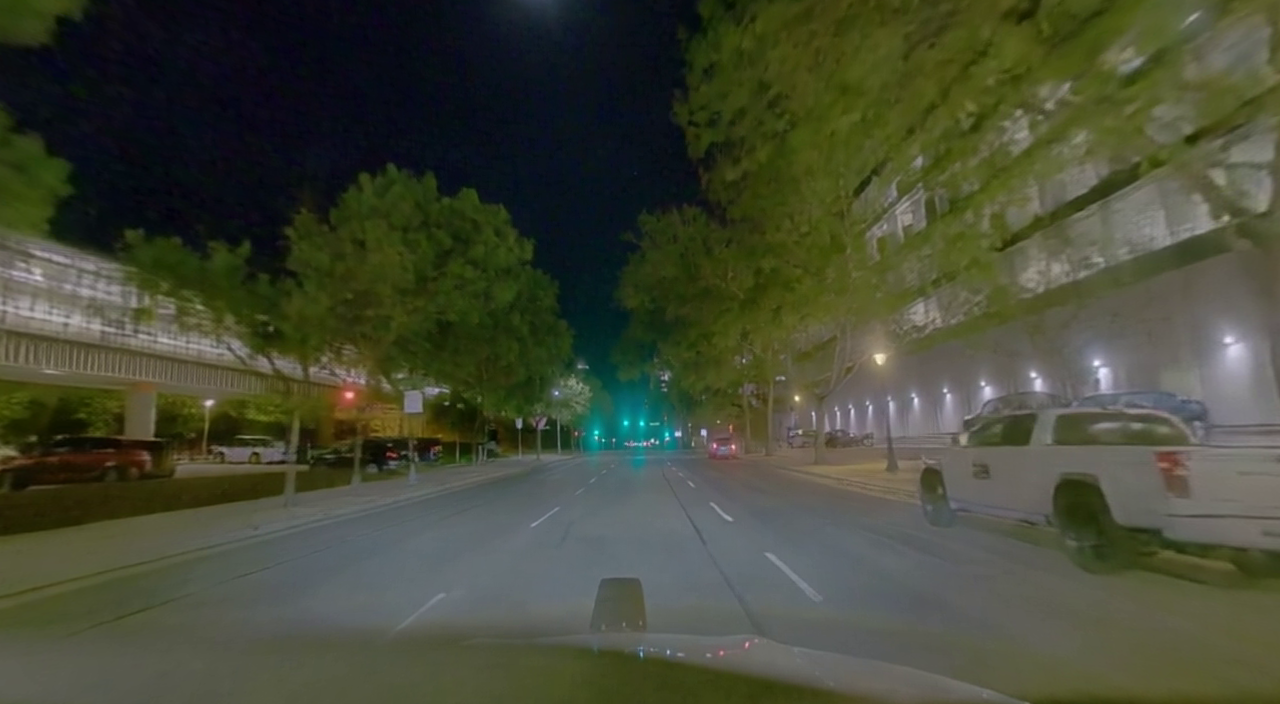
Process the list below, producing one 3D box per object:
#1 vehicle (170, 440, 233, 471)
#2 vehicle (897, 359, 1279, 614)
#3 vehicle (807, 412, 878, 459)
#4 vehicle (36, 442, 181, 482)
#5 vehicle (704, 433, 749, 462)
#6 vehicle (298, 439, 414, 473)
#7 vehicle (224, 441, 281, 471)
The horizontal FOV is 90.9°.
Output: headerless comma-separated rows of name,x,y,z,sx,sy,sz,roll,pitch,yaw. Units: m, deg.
vehicle,-27.483,6.472,39.708,2.026,1.723,4.322,3,-8,-19
vehicle,5.969,1.545,8.369,2.356,2.076,6.287,0,-8,-1
vehicle,13.140,5.530,41.466,2.935,2.889,5.499,-1,-9,2
vehicle,-24.654,5.094,29.493,2.032,1.686,4.652,-3,-9,19
vehicle,5.980,6.705,44.376,2.338,1.942,5.267,0,-8,-1
vehicle,-14.706,5.417,32.942,4.954,1.614,2.227,0,-9,-5
vehicle,-24.682,6.611,40.381,2.026,1.723,4.633,4,-8,-19
